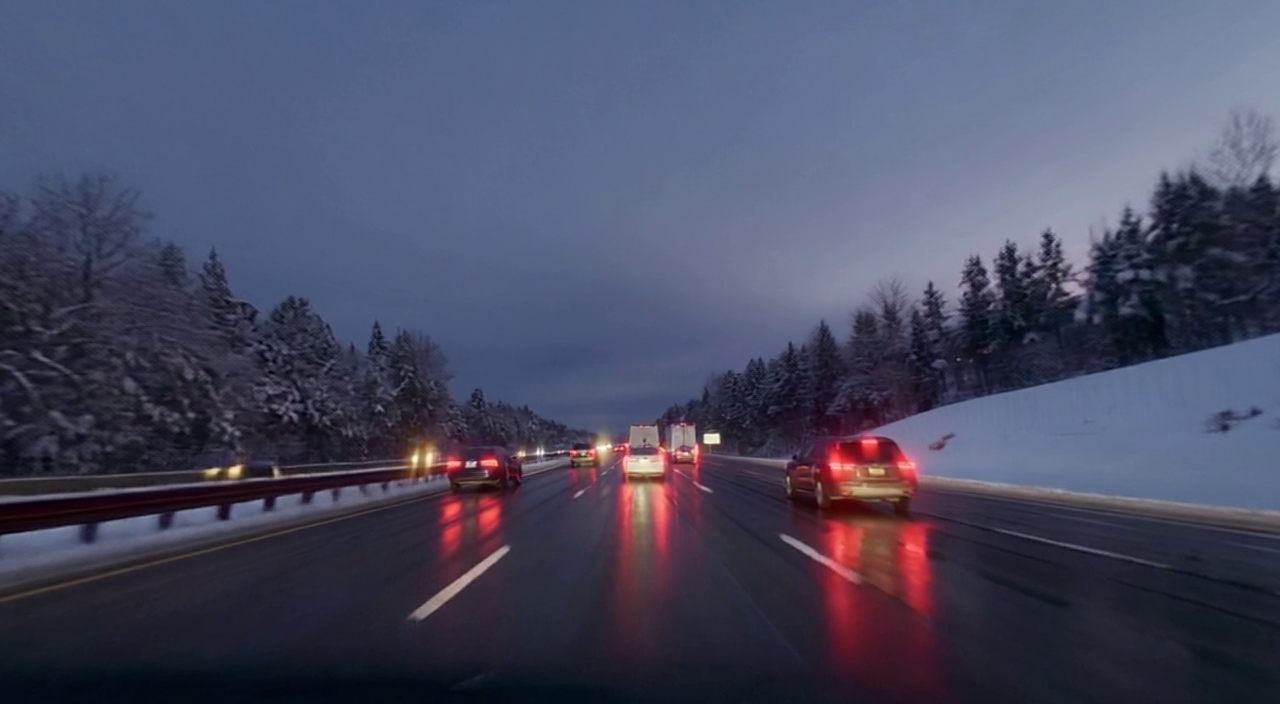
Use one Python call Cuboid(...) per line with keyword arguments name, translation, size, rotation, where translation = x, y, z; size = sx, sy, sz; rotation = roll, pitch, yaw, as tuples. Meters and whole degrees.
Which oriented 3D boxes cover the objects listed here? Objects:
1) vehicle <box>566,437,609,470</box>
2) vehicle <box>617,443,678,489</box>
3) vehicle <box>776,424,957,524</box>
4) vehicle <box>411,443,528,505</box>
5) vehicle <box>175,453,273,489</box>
Cuboid(name="vehicle", translation=(-3.256, 6.446, 39.881), size=(2.230, 1.973, 4.403), rotation=(-1, -9, 2))
Cuboid(name="vehicle", translation=(0.252, 4.153, 23.167), size=(2.015, 1.526, 4.286), rotation=(0, -9, 0))
Cuboid(name="vehicle", translation=(4.260, 2.371, 12.624), size=(2.018, 1.639, 4.149), rotation=(0, -9, -1))
Cuboid(name="vehicle", translation=(-4.537, 3.297, 17.438), size=(1.967, 1.473, 4.439), rotation=(0, -9, 1))
Cuboid(name="vehicle", translation=(-20.378, 5.806, 30.941), size=(1.901, 1.582, 4.159), rotation=(-1, -9, 1))
